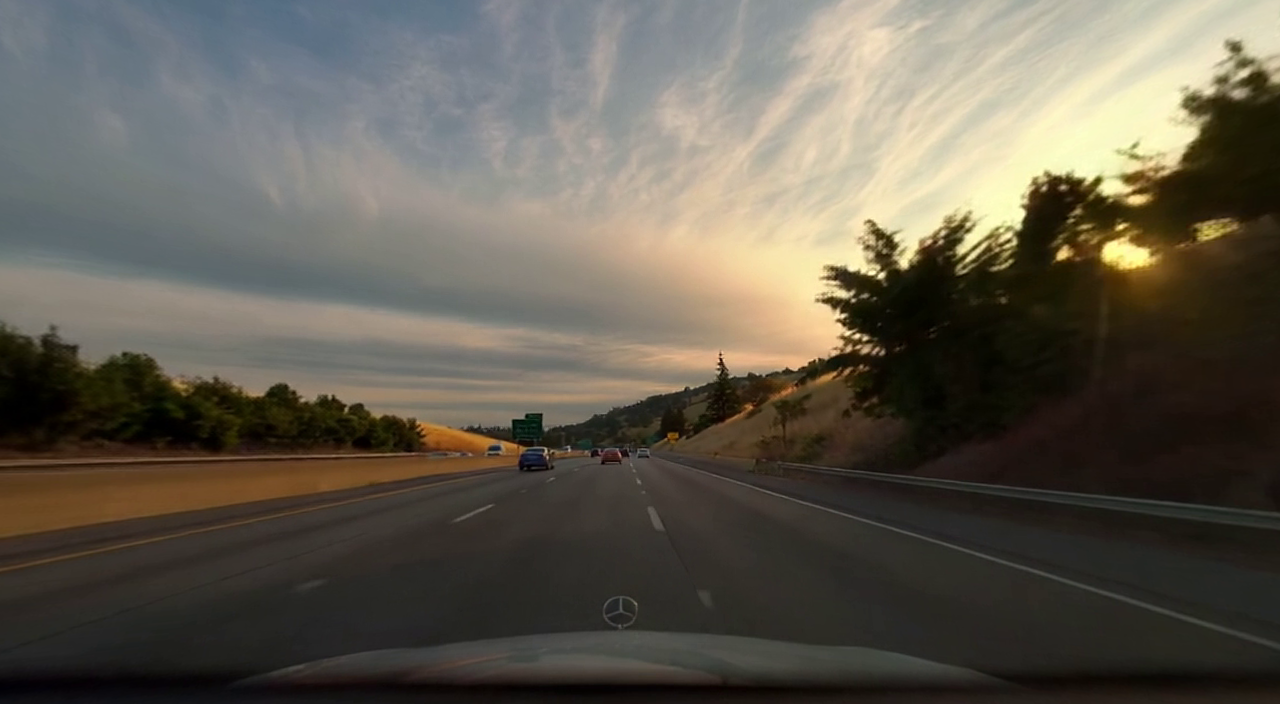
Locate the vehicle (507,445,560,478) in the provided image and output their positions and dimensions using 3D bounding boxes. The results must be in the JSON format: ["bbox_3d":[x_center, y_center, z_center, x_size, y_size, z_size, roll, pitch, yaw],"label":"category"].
[{"bbox_3d":[-5.476,5.696,32.788,2.028,1.563,4.734,0,-9,-1],"label":"vehicle"}]
